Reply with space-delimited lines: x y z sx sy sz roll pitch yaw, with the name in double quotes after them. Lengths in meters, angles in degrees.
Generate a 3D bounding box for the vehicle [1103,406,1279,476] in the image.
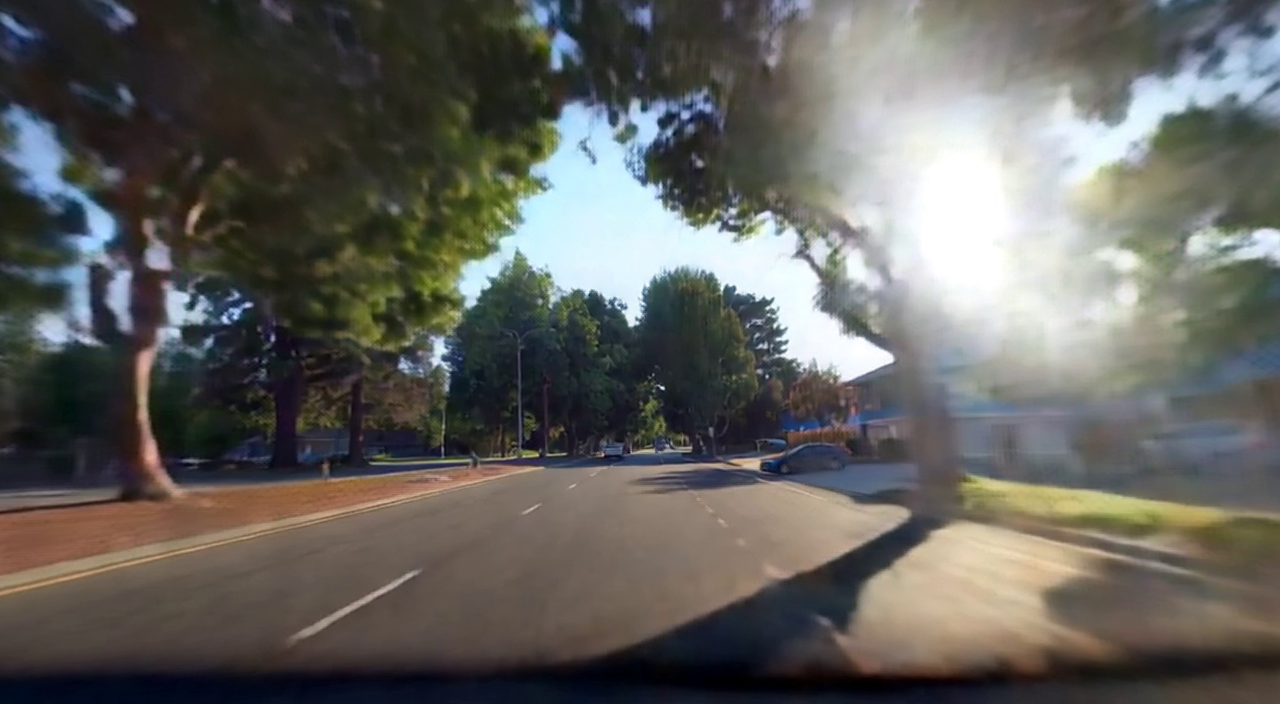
17.473 2.762 19.447 2.094 1.813 5.789 0 -9 2 "vehicle"

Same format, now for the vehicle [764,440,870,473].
8.344 4.987 30.111 4.575 1.514 1.932 -1 -9 8 "vehicle"
